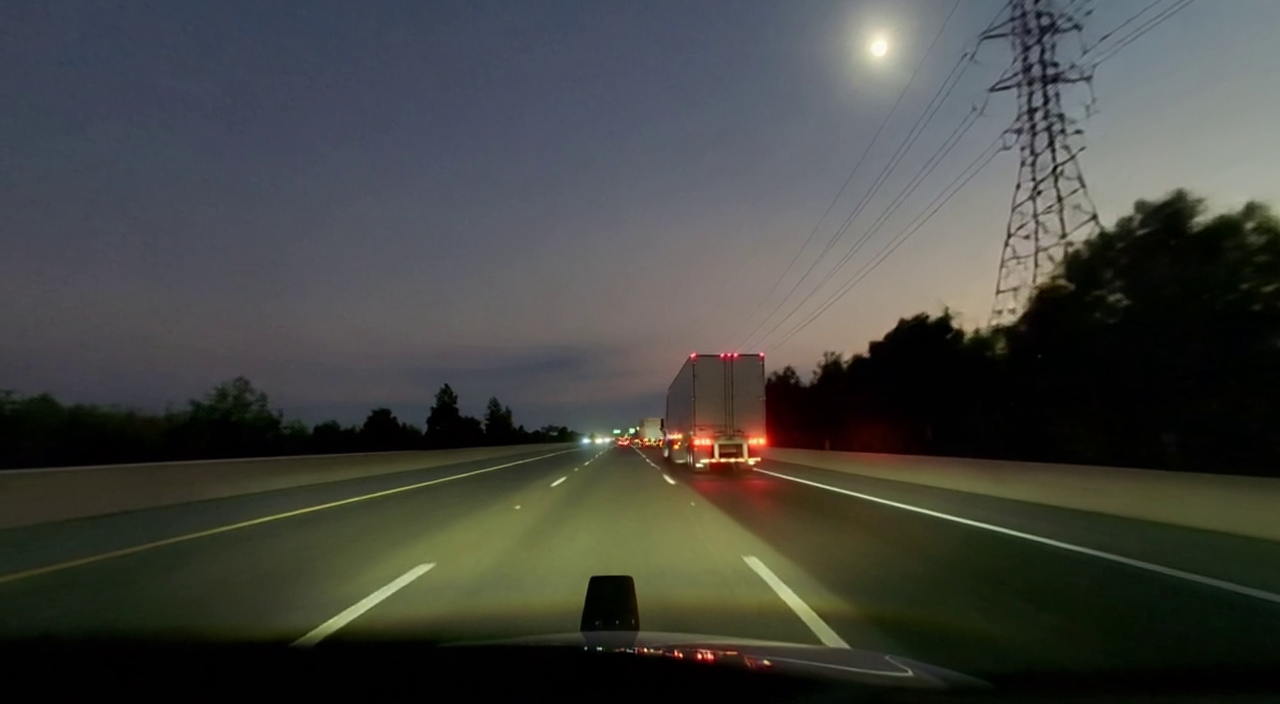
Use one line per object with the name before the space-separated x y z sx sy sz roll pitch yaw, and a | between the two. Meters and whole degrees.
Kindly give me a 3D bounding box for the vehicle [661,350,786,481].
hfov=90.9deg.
vehicle | 2.826 2.909 26.738 2.905 4.080 14.157 0 -8 -2
